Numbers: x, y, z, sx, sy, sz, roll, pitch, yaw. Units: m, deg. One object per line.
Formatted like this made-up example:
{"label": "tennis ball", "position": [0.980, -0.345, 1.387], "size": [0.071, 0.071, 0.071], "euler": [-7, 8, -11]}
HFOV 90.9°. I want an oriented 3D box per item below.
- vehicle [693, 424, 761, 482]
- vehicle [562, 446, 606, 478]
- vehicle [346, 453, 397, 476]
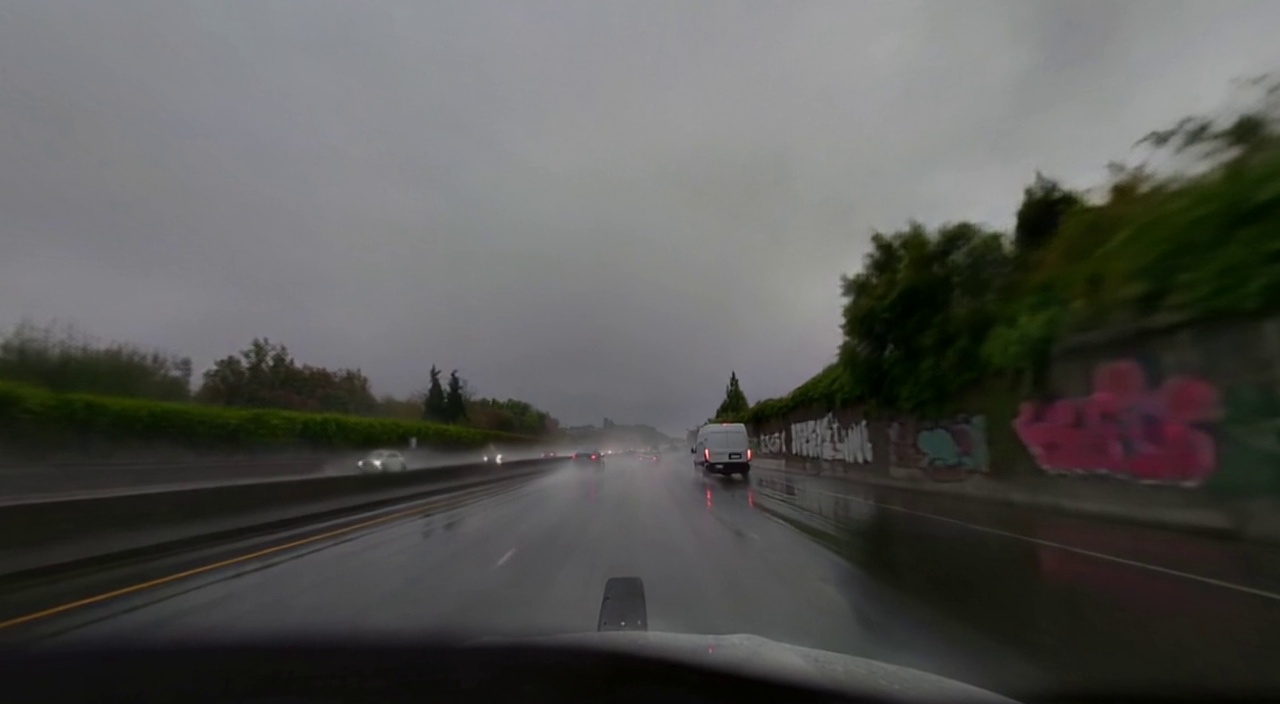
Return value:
{"label": "vehicle", "position": [4.135, 4.970, 31.041], "size": [2.469, 2.591, 5.653], "euler": [0, -9, -1]}
{"label": "vehicle", "position": [-3.029, 6.079, 35.057], "size": [1.964, 1.618, 4.489], "euler": [0, -9, 1]}
{"label": "vehicle", "position": [-19.927, 8.333, 46.923], "size": [1.900, 1.559, 3.935], "euler": [0, -9, 2]}
